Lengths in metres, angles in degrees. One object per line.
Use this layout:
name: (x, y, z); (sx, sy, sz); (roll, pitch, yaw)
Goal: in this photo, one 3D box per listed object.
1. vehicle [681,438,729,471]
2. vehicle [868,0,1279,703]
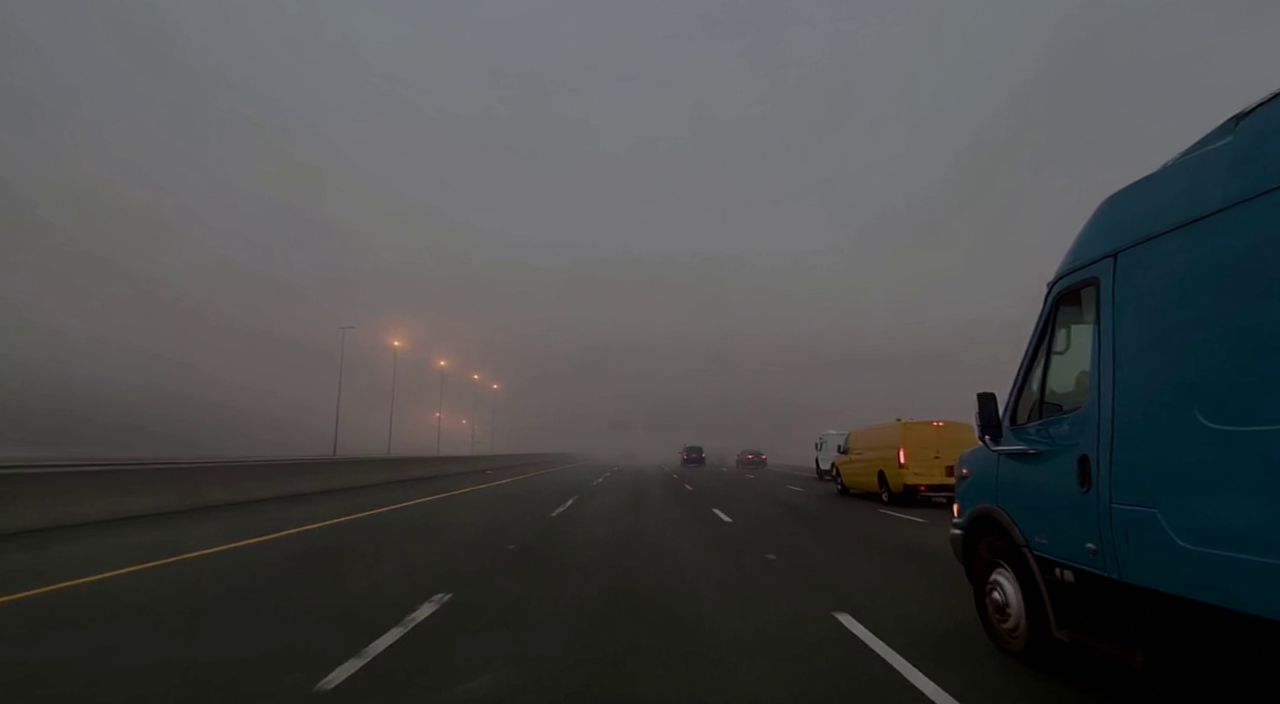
vehicle: (4.066, 6.576, 40.755); (2.464, 1.961, 5.520); (0, -8, 0)
vehicle: (3.174, 0.245, 1.773); (2.436, 2.745, 7.034); (0, -8, 0)
